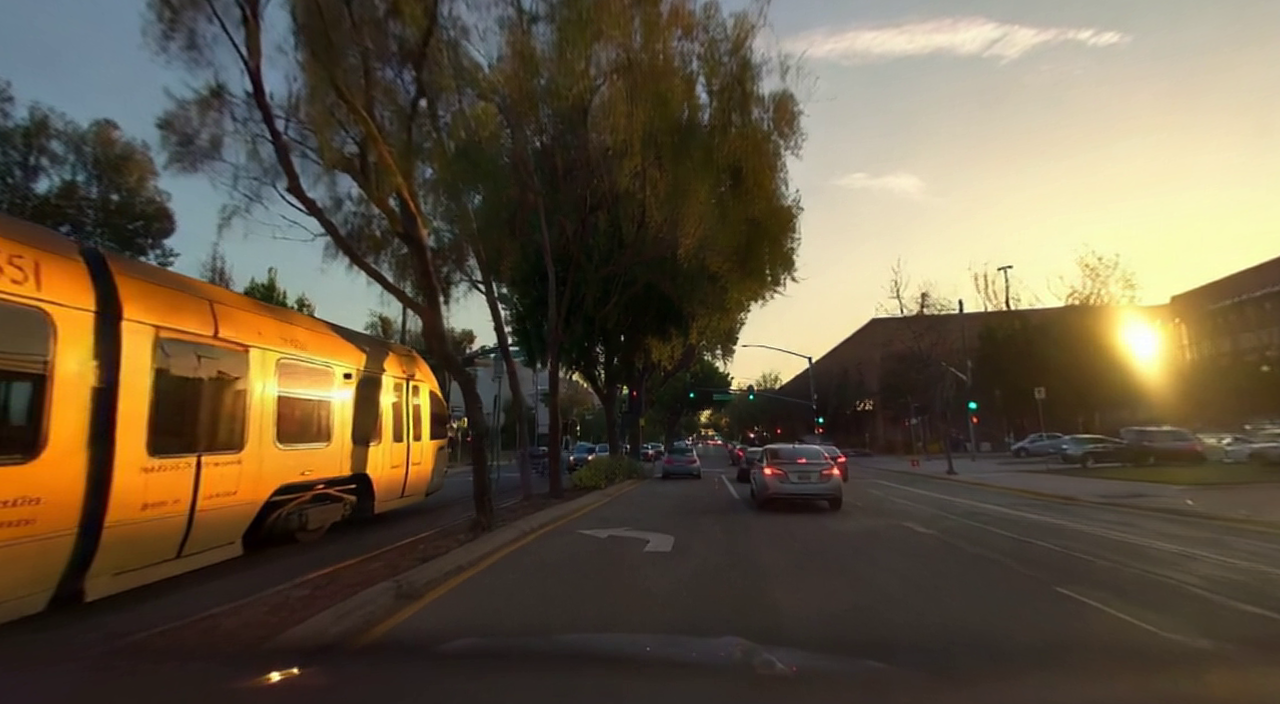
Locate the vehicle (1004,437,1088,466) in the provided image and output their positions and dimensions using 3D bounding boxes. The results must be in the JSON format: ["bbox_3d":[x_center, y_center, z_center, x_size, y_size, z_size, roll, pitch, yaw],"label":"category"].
[{"bbox_3d":[21.424,5.288,33.586,1.796,1.434,4.504,-1,-9,6],"label":"vehicle"}]

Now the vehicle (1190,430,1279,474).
[{"bbox_3d":[22.607,3.583,22.712,1.825,1.462,4.764,-2,-9,8],"label":"vehicle"}]

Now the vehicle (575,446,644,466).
[{"bbox_3d":[-2.295,7.844,47.727,4.941,1.473,1.885,-1,-9,7],"label":"vehicle"}]

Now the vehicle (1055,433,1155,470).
[{"bbox_3d":[20.916,4.490,28.629,1.831,1.545,3.872,-1,-9,6],"label":"vehicle"}]

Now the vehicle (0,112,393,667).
[{"bbox_3d":[-5.925,0.036,2.790,2.897,3.700,13.528,-1,-8,6],"label":"vehicle"}]

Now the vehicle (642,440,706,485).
[{"bbox_3d":[1.345,4.054,23.365,2.118,1.478,4.076,-1,-9,6],"label":"vehicle"}]

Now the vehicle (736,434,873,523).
[{"bbox_3d":[3.112,2.481,12.925,2.002,1.471,4.337,-1,-9,5],"label":"vehicle"}]
